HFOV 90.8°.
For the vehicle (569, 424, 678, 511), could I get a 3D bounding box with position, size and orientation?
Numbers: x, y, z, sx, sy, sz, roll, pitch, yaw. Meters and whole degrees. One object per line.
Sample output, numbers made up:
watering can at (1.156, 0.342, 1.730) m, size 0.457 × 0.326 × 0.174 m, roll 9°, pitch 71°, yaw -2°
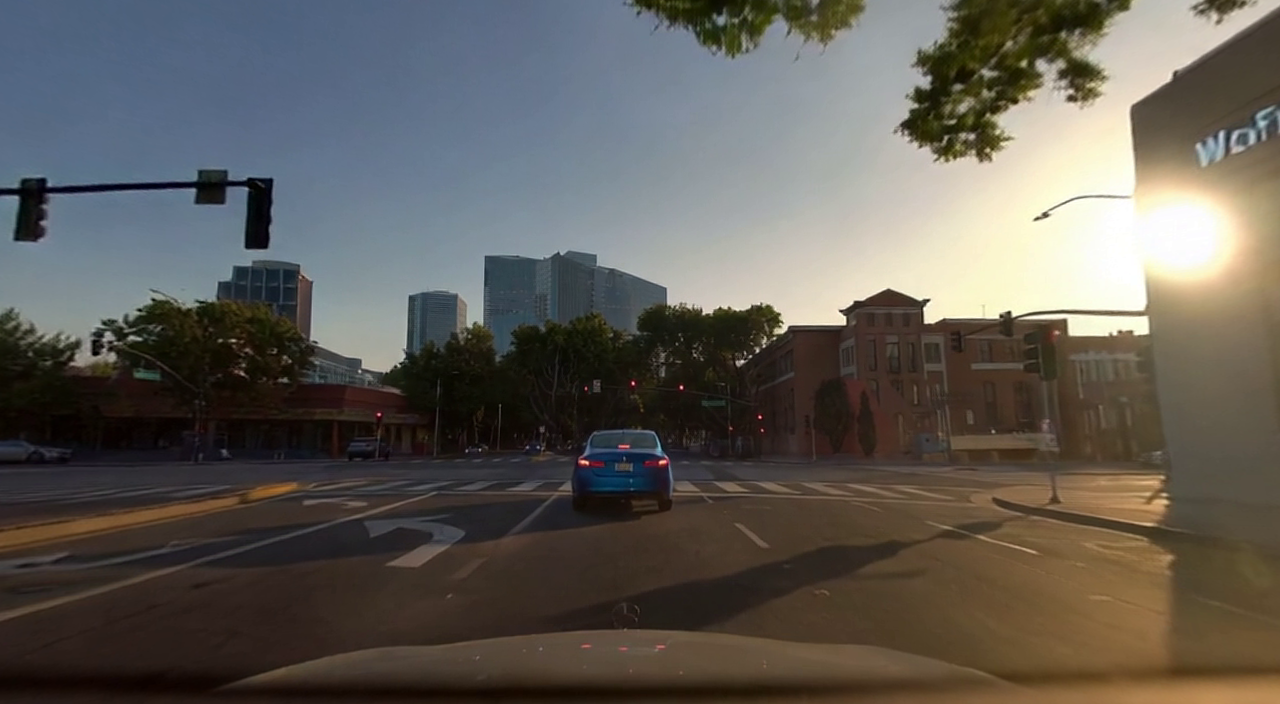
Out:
vehicle at (-0.357, 2.480, 13.964) m, size 2.066 × 1.618 × 3.922 m, roll 0°, pitch -8°, yaw -1°
